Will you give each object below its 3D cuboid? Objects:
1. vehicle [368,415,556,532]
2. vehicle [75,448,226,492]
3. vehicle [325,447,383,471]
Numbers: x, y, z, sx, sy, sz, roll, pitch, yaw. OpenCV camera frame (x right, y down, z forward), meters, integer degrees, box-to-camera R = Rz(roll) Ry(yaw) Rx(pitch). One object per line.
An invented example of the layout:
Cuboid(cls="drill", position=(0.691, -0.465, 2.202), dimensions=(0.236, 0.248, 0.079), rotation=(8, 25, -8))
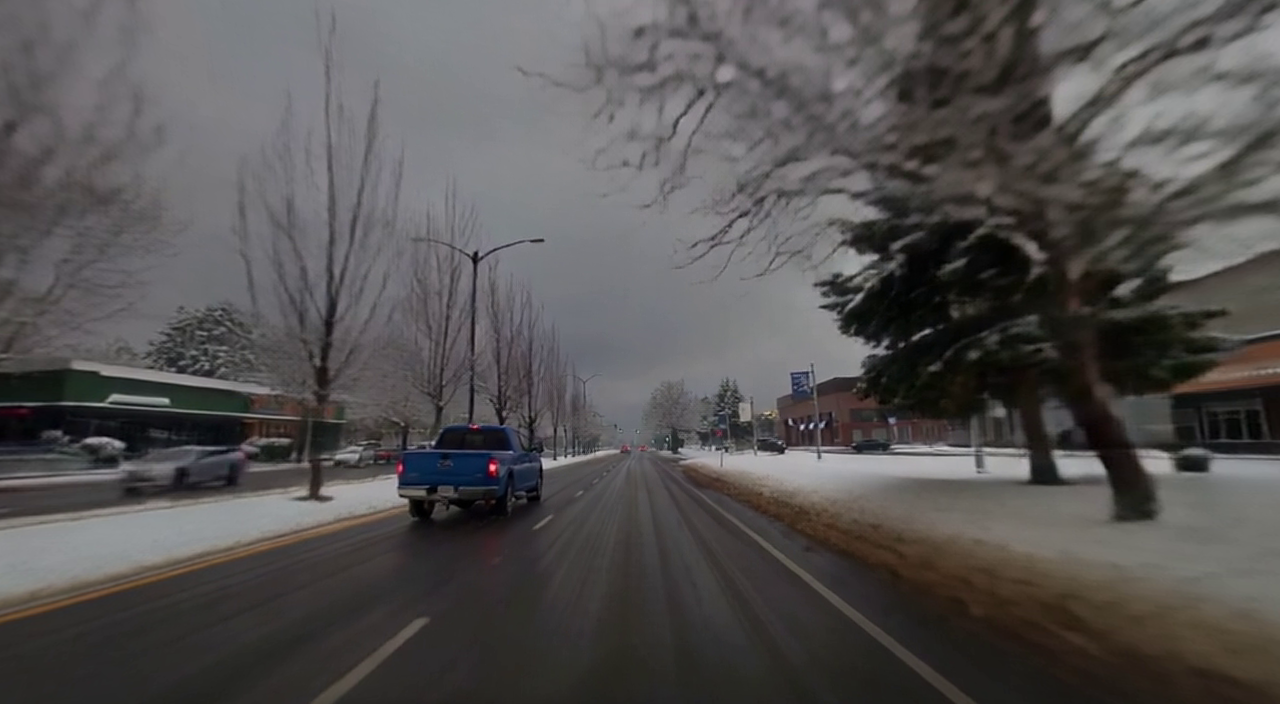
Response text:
Cuboid(cls="vehicle", position=(-3.109, 2.278, 12.491), dimensions=(2.065, 1.790, 5.417), rotation=(0, -9, 1))
Cuboid(cls="vehicle", position=(-18.411, 4.414, 24.040), dimensions=(1.854, 1.472, 4.854), rotation=(0, -9, 1))
Cuboid(cls="vehicle", position=(-21.408, 7.990, 47.320), dimensions=(1.840, 1.510, 5.115), rotation=(-2, -8, 2))
